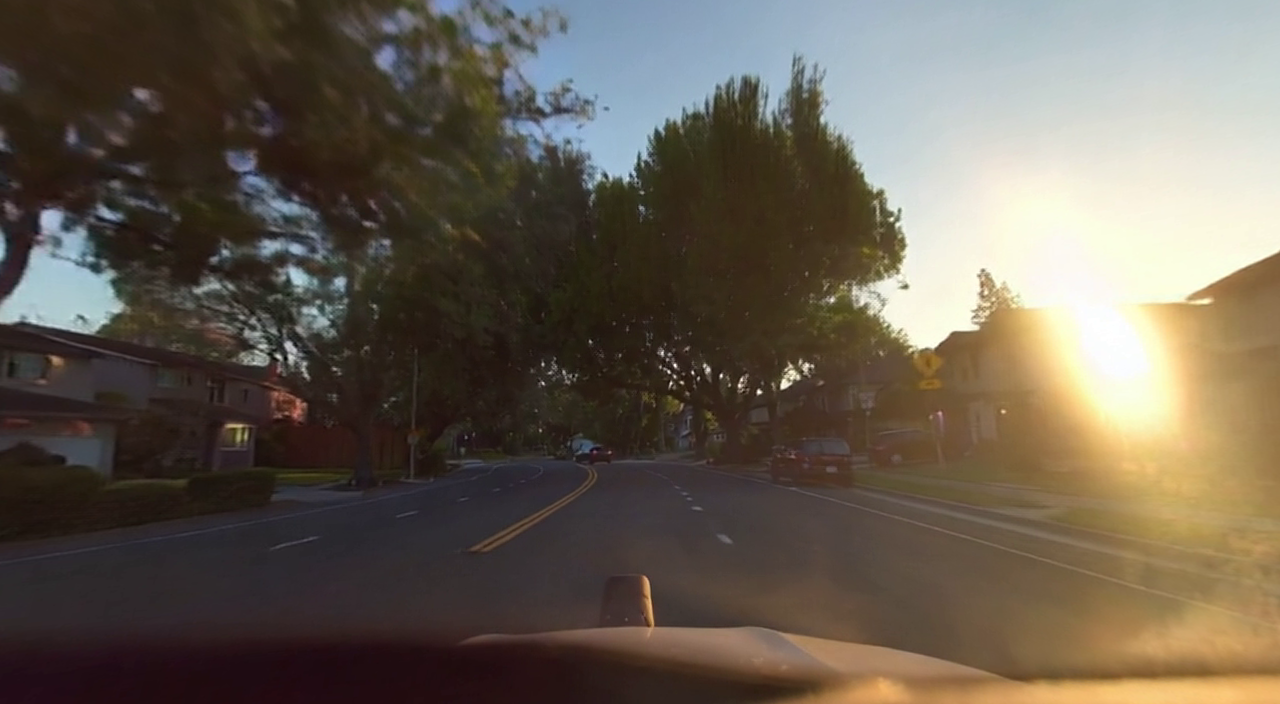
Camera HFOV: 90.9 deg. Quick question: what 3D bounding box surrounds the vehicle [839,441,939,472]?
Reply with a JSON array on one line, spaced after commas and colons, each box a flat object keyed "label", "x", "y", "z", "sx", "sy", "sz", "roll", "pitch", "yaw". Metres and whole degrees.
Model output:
[{"label": "vehicle", "x": 12.448, "y": 5.236, "z": 31.537, "sx": 4.508, "sy": 1.462, "sz": 1.721, "roll": 3, "pitch": -10, "yaw": -17}]

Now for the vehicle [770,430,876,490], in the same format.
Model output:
[{"label": "vehicle", "x": 6.752, "y": 4.075, "z": 24.218, "sx": 2.348, "sy": 1.986, "sz": 6.289, "roll": -1, "pitch": -9, "yaw": 2}]

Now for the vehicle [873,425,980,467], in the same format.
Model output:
[{"label": "vehicle", "x": 15.838, "y": 5.180, "z": 35.235, "sx": 2.205, "sy": 1.995, "sz": 5.543, "roll": -1, "pitch": -7, "yaw": -16}]
